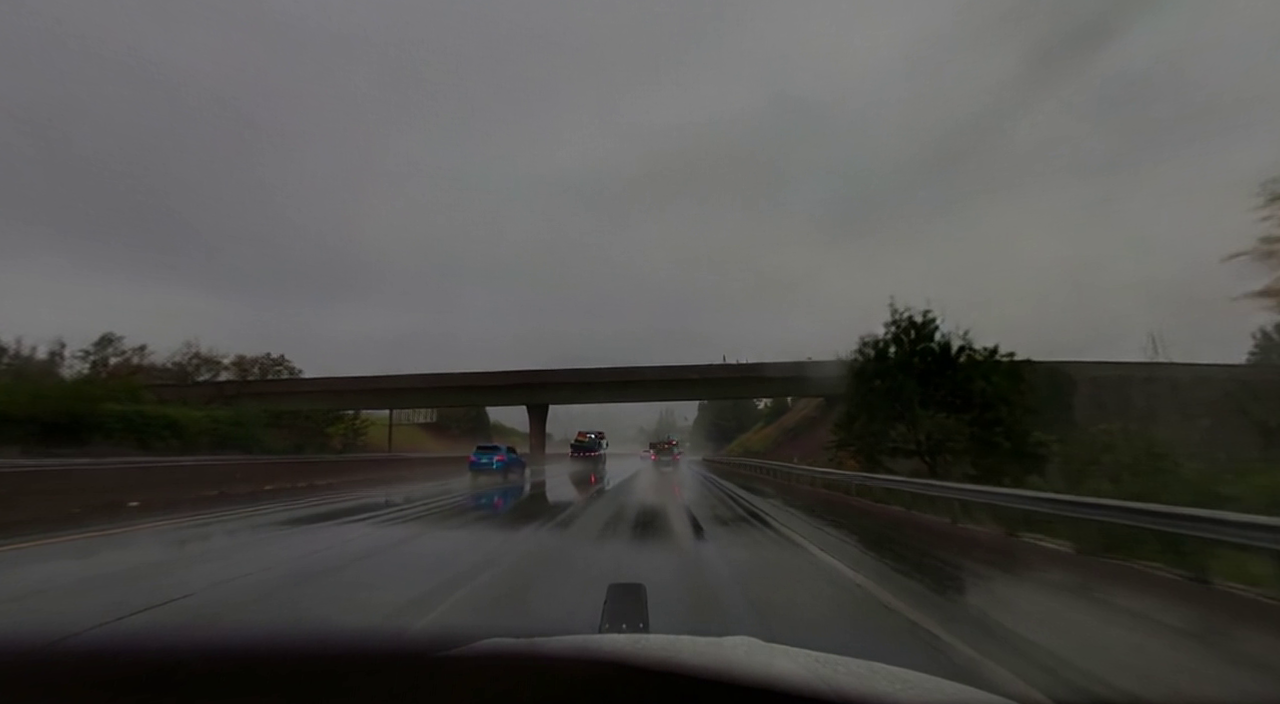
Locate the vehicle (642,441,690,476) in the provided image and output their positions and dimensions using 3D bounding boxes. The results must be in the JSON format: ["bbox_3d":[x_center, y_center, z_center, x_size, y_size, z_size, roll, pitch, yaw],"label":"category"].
[{"bbox_3d":[1.381,5.608,33.445,2.336,1.722,4.212,0,-8,3],"label":"vehicle"}]

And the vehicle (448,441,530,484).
[{"bbox_3d":[-6.242,4.602,26.746,2.115,1.644,4.513,0,-8,3],"label":"vehicle"}]
